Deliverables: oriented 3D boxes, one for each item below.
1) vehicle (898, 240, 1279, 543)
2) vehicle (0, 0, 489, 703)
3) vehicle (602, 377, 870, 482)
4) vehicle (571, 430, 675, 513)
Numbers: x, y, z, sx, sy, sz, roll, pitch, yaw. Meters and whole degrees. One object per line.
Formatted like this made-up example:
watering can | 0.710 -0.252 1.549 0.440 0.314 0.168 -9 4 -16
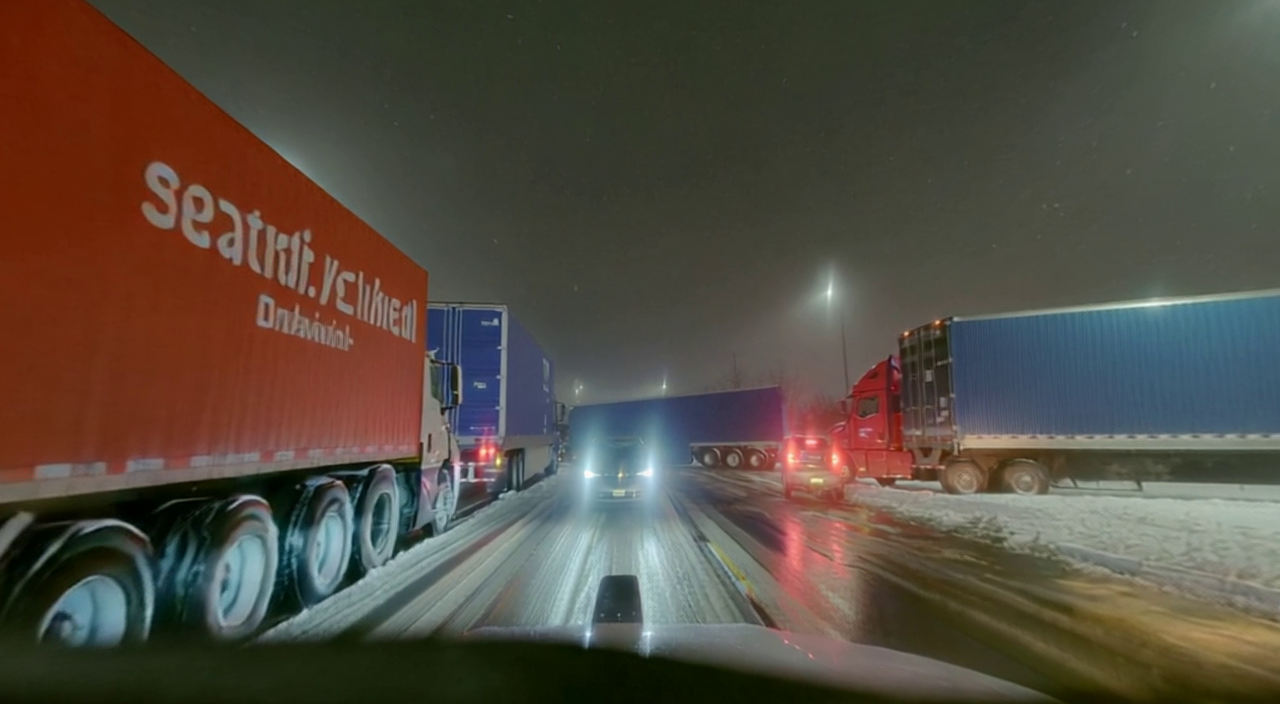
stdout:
vehicle | 11.136 0.471 8.592 13.564 4.152 3.110 -9 -12 42
vehicle | -3.984 0.655 5.975 2.986 3.391 9.523 0 -9 -2
vehicle | 3.734 3.858 30.972 2.877 4.124 14.516 3 -8 -41
vehicle | -0.377 2.780 15.029 2.140 1.682 3.971 0 -9 -1
